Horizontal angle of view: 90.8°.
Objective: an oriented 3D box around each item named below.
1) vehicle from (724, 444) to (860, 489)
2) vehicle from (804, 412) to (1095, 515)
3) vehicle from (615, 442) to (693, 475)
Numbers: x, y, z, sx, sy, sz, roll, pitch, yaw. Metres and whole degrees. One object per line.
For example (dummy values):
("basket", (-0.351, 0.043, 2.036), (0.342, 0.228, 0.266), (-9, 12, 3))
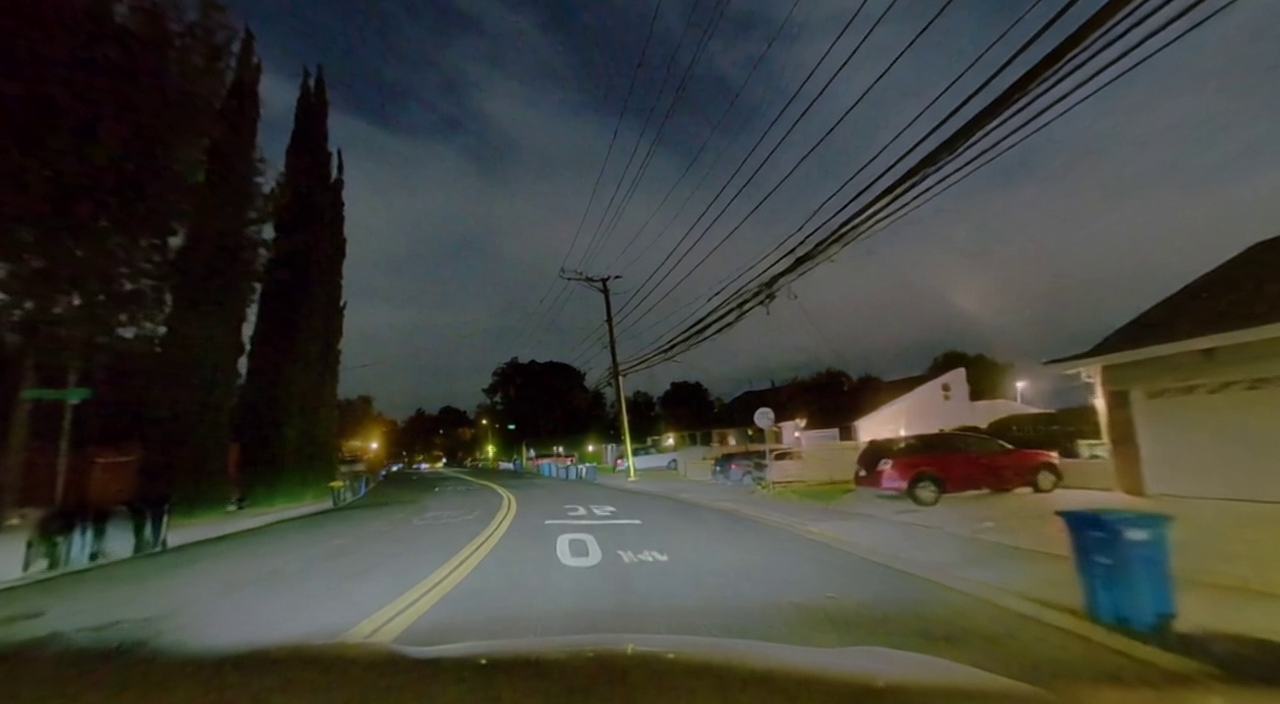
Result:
("vehicle", (5.506, 4.135, 23.154), (4.382, 1.531, 1.925), (2, -8, -11))
("vehicle", (6.616, 2.442, 13.909), (5.229, 1.790, 2.153), (-2, -11, -7))
("vehicle", (0.869, 6.535, 39.023), (4.337, 1.768, 1.962), (0, -8, -19))
